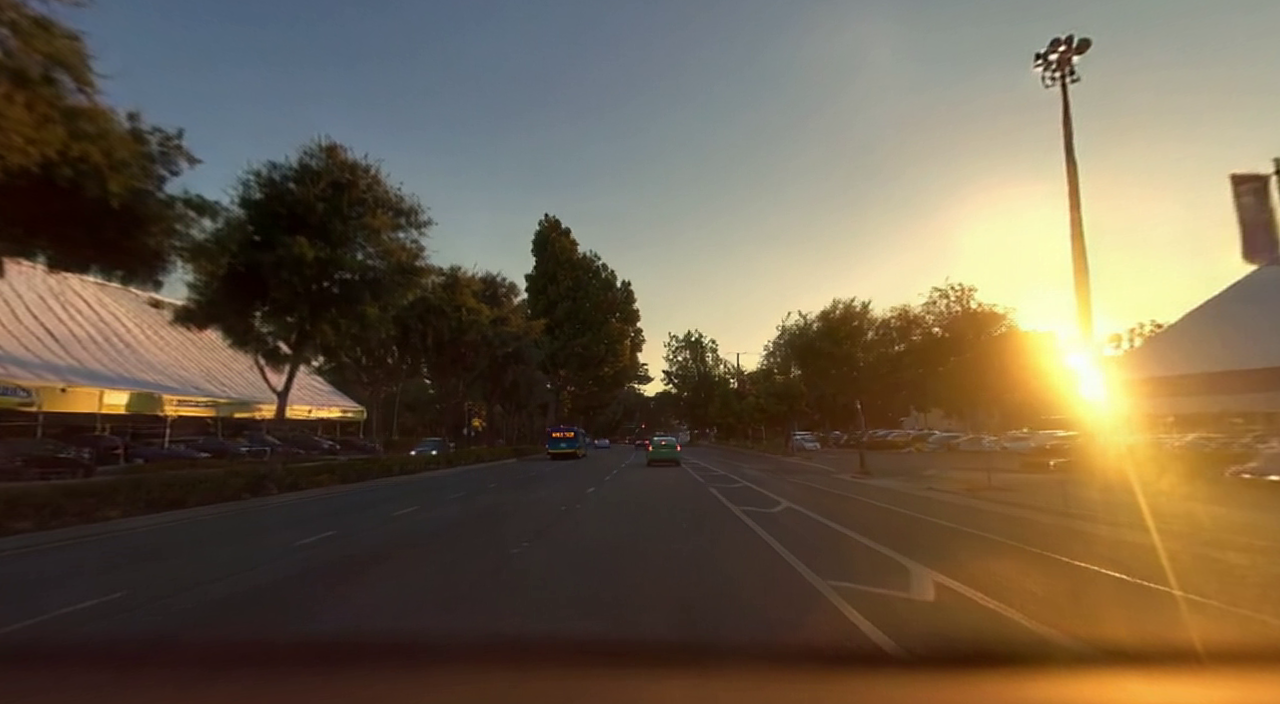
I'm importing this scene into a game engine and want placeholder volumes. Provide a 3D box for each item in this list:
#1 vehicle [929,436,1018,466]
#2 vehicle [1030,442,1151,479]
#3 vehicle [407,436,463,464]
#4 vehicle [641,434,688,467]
[{"bbox_3d":[19.694,5.882,37.633,2.229,1.661,5.991,0,-9,2],"label":"vehicle"},{"bbox_3d":[19.198,4.625,27.190,1.849,1.466,4.831,-1,-9,3],"label":"vehicle"},{"bbox_3d":[-13.735,6.619,42.611,2.126,1.742,4.517,0,-9,2],"label":"vehicle"},{"bbox_3d":[1.143,4.885,31.284,2.123,1.498,4.226,0,-9,0],"label":"vehicle"}]
